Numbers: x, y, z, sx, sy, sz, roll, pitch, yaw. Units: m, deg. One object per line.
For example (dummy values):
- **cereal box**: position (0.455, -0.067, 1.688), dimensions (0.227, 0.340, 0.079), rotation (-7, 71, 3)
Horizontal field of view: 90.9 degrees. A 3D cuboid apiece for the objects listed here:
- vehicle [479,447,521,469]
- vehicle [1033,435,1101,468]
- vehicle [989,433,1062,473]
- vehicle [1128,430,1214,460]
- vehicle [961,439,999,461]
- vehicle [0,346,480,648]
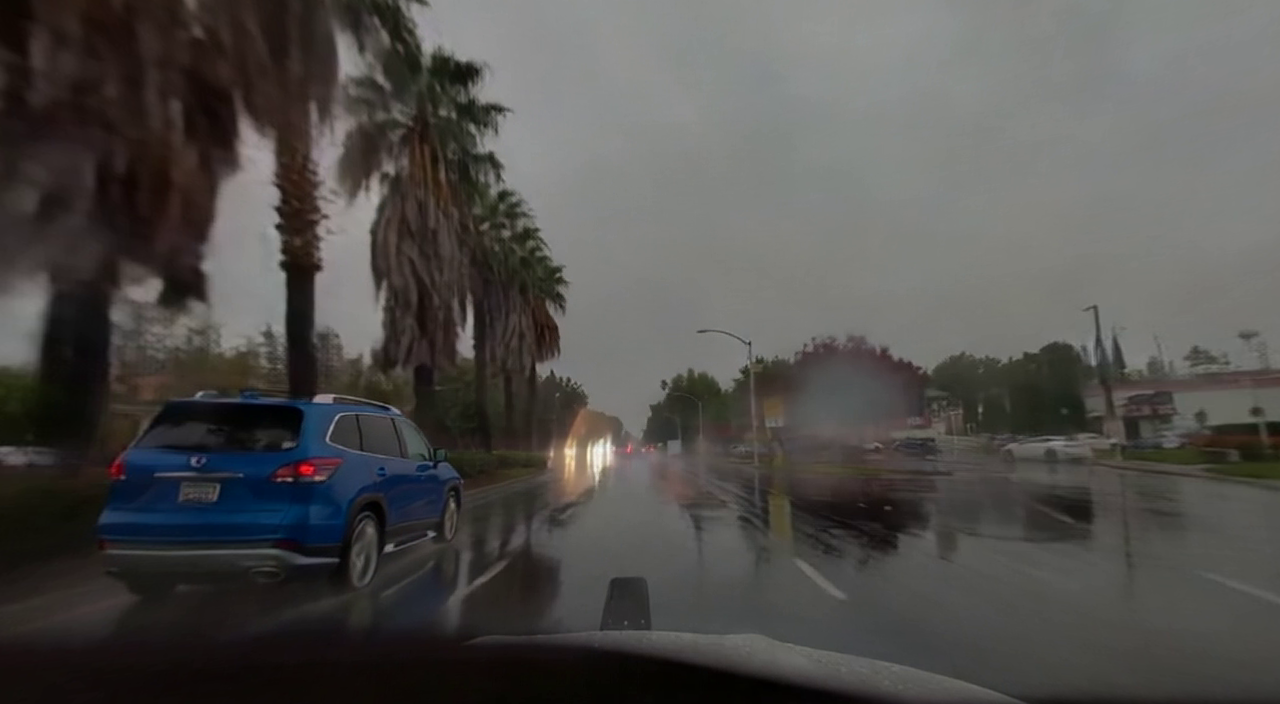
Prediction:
- **vehicle**: position (-9.991, 7.590, 45.286), dimensions (1.947, 1.511, 4.224), rotation (0, -9, 1)
- **vehicle**: position (25.746, 5.998, 38.210), dimensions (2.162, 1.806, 5.704), rotation (-4, -9, 22)
- **vehicle**: position (19.302, 5.070, 31.780), dimensions (2.180, 1.808, 4.462), rotation (-3, -9, 20)
- **vehicle**: position (34.658, 6.068, 41.151), dimensions (4.722, 1.906, 1.898), rotation (3, -9, -18)
- **vehicle**: position (26.444, 7.657, 49.064), dimensions (1.982, 1.611, 4.314), rotation (-3, -9, 21)
- **vehicle**: position (-3.326, 1.284, 6.484), dimensions (2.152, 1.987, 4.527), rotation (0, -9, 0)
